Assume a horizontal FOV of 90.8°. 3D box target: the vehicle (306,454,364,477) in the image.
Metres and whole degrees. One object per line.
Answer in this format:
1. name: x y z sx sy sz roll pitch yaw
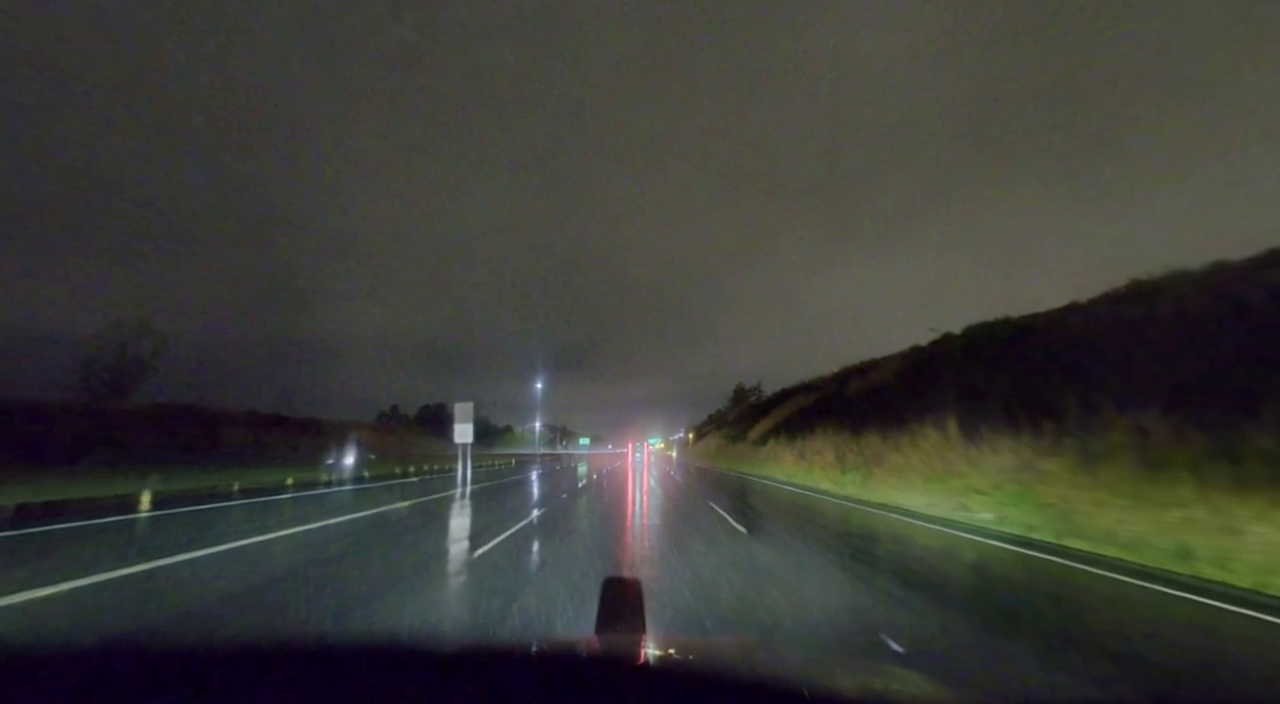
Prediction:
1. vehicle: -20.453 7.591 42.532 1.850 1.423 4.209 0 -9 -1
